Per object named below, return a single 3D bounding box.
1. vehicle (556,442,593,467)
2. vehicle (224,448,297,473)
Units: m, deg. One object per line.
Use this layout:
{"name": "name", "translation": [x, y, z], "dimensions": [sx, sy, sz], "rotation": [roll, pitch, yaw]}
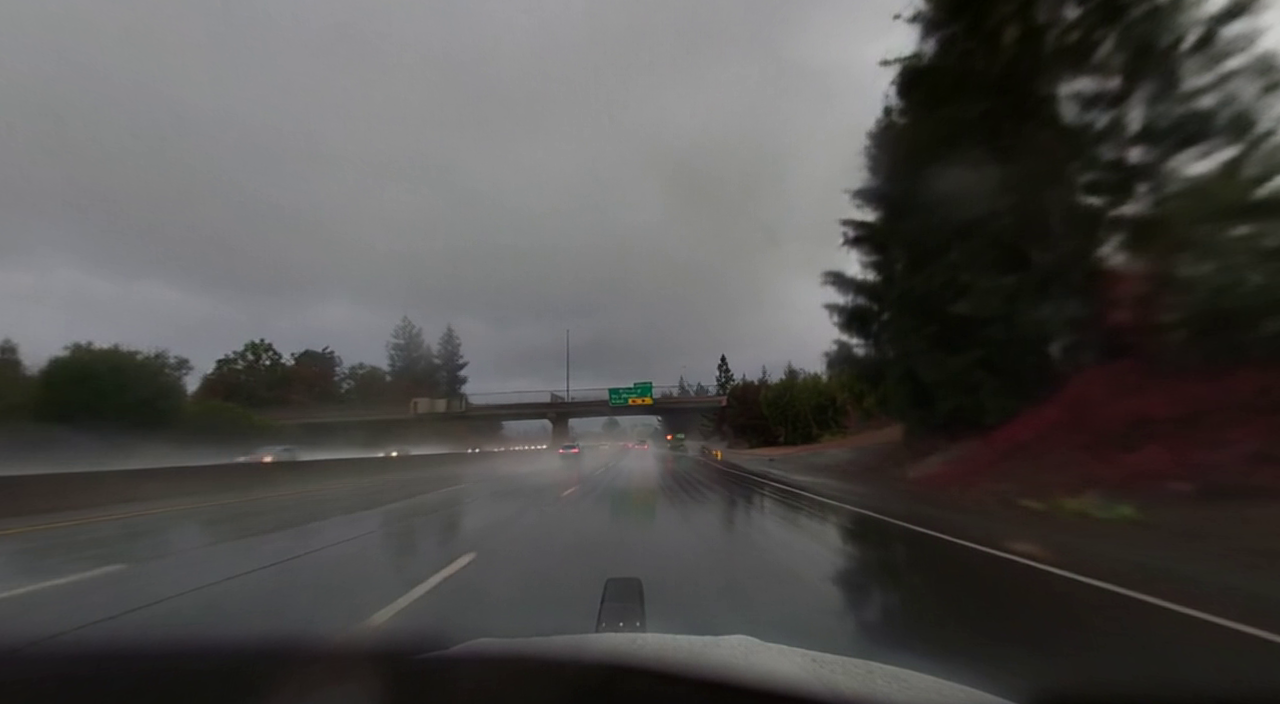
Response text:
{"name": "vehicle", "translation": [-4.325, 6.831, 42.071], "dimensions": [1.916, 1.545, 4.757], "rotation": [0, -9, 0]}
{"name": "vehicle", "translation": [-24.679, 7.049, 41.138], "dimensions": [1.860, 1.541, 4.493], "rotation": [0, -9, 1]}
